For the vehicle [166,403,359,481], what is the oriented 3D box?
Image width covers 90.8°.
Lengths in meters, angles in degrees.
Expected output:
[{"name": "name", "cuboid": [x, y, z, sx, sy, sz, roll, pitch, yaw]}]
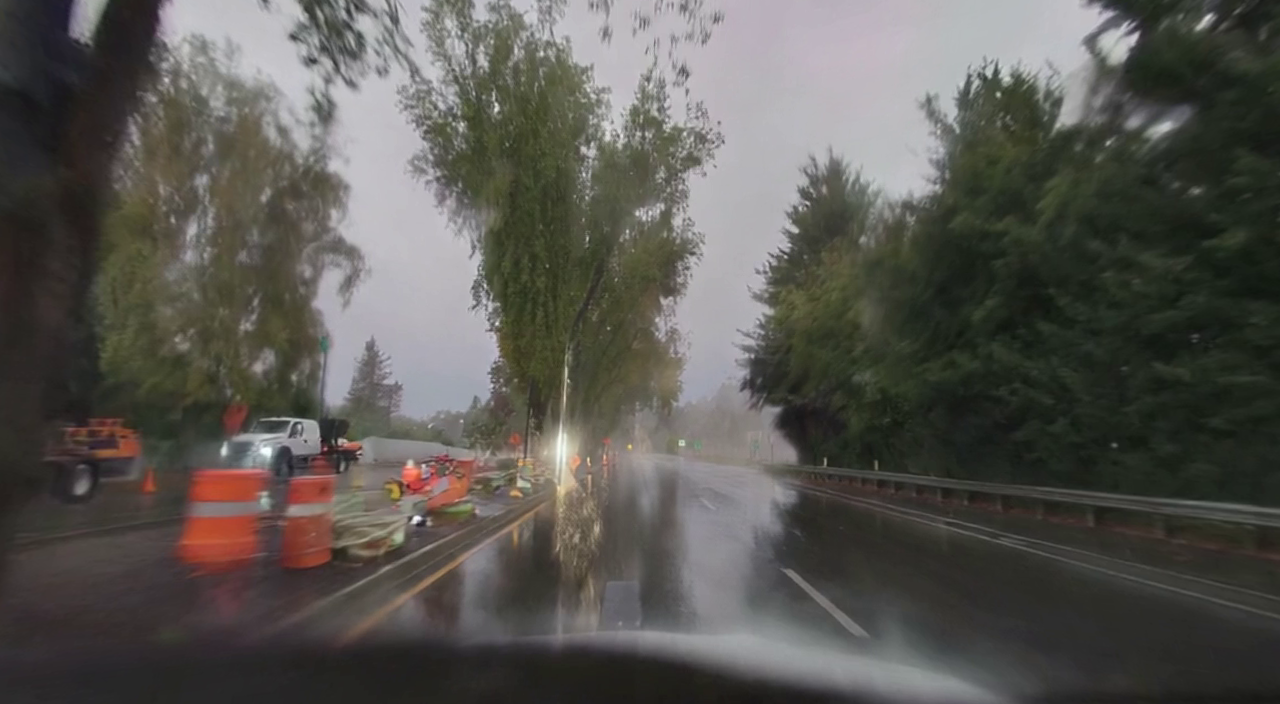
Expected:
[{"name": "vehicle", "cuboid": [-19.293, 4.864, 33.610, 2.956, 3.466, 10.408, -1, -9, 6]}]

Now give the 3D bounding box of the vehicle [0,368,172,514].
[{"name": "vehicle", "cuboid": [-16.287, 2.206, 15.450, 3.171, 3.299, 9.207, 0, -9, -5]}]
